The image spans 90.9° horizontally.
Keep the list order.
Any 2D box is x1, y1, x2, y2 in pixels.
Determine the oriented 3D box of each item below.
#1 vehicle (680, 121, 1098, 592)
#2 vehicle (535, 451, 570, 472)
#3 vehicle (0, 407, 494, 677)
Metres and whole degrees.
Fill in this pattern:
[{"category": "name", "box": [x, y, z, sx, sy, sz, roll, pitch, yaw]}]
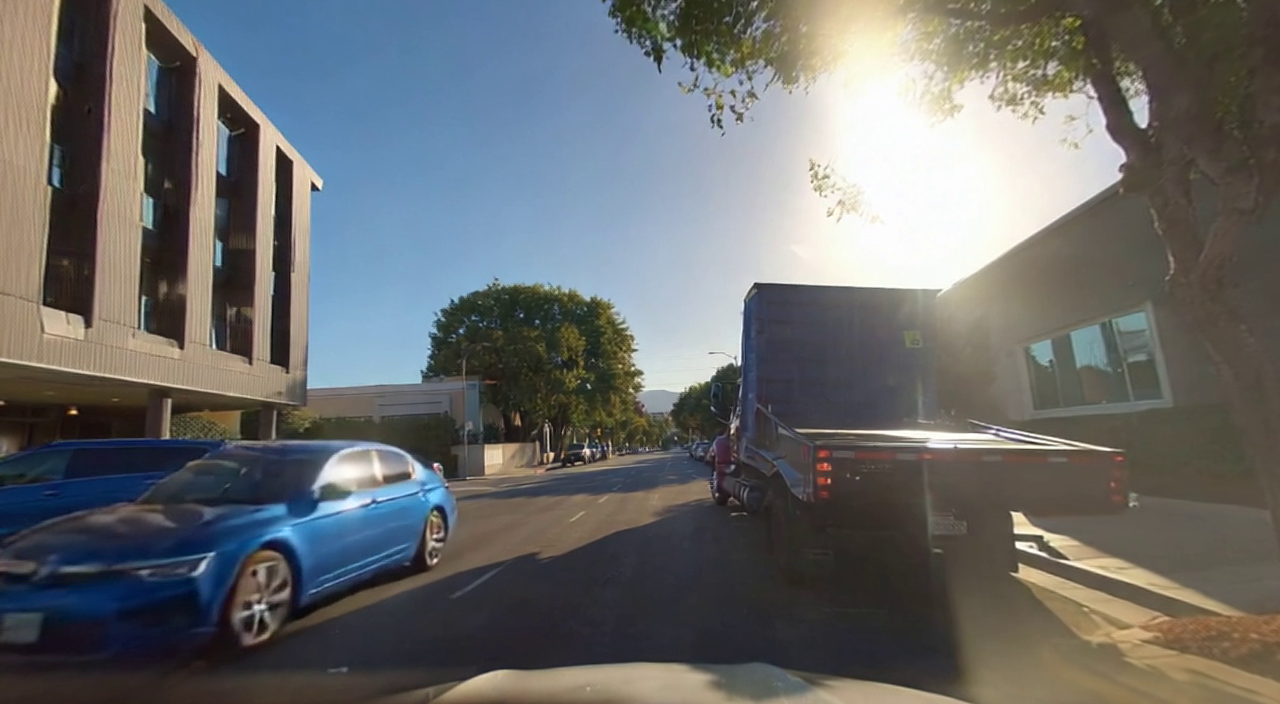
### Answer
[{"category": "vehicle", "box": [2.581, 0.778, 11.193, 3.320, 4.034, 11.553, -1, -8, 5]}, {"category": "vehicle", "box": [-6.778, 8.511, 49.188, 1.798, 1.459, 4.306, -1, -8, 5]}, {"category": "vehicle", "box": [-3.273, 1.498, 6.239, 2.311, 1.631, 4.510, 0, -8, 4]}]
